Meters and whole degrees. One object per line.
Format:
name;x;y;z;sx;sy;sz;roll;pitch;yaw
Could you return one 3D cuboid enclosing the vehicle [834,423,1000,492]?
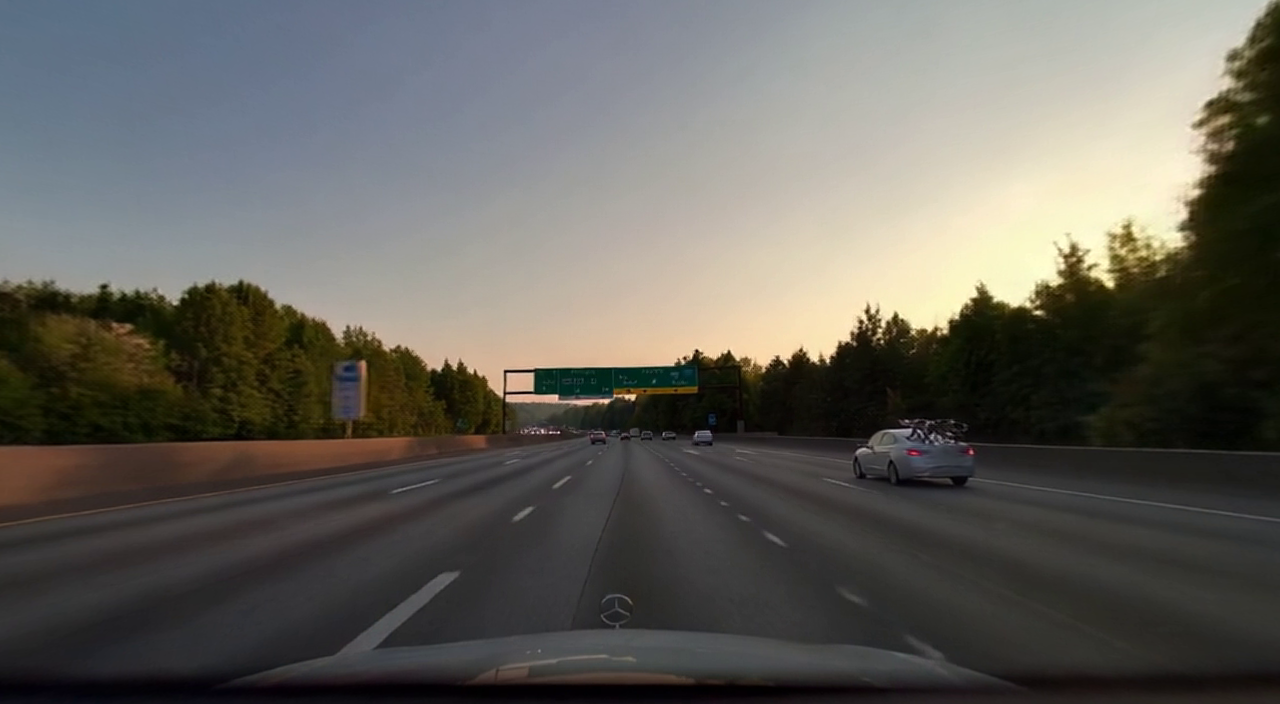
vehicle;6.860;2.641;16.317;2.034;1.511;4.785;0;-7;-1
